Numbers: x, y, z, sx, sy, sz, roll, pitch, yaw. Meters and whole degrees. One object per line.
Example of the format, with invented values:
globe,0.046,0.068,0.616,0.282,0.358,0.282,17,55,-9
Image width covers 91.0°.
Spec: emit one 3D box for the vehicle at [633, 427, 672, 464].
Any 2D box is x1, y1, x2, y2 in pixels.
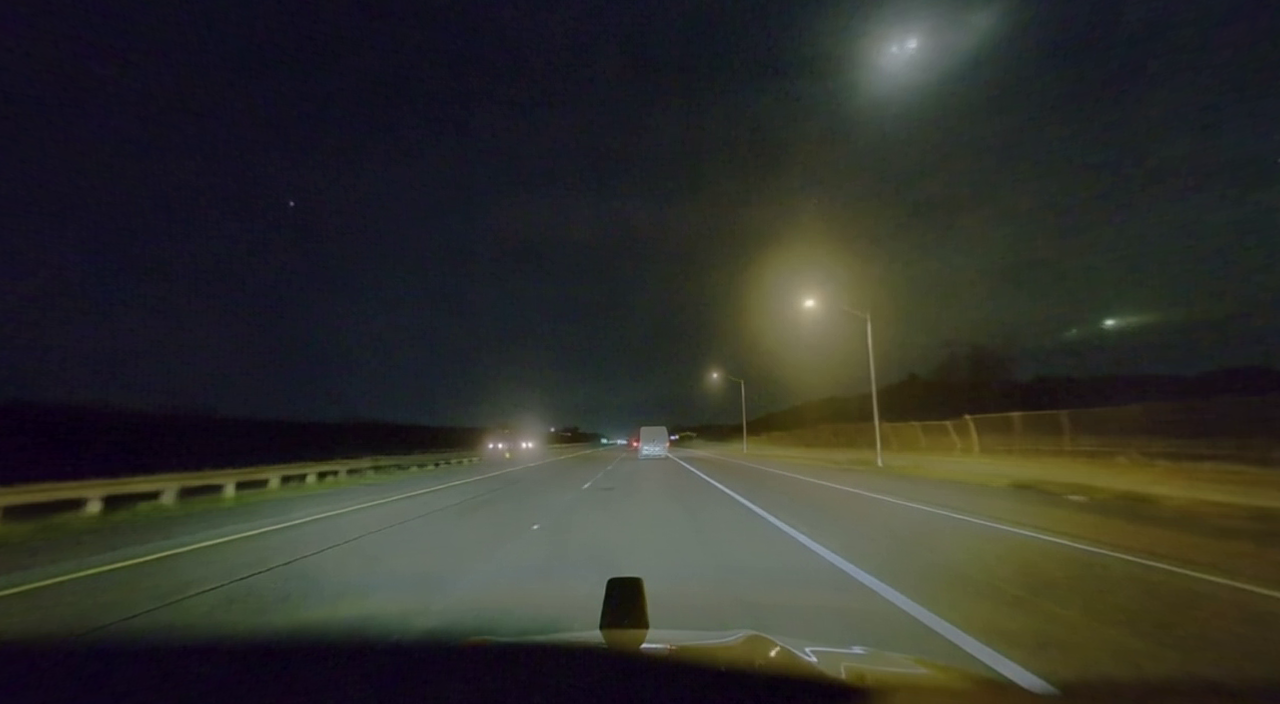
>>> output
vehicle,0.740,5.781,38.921,2.277,2.109,4.922,0,-8,0
